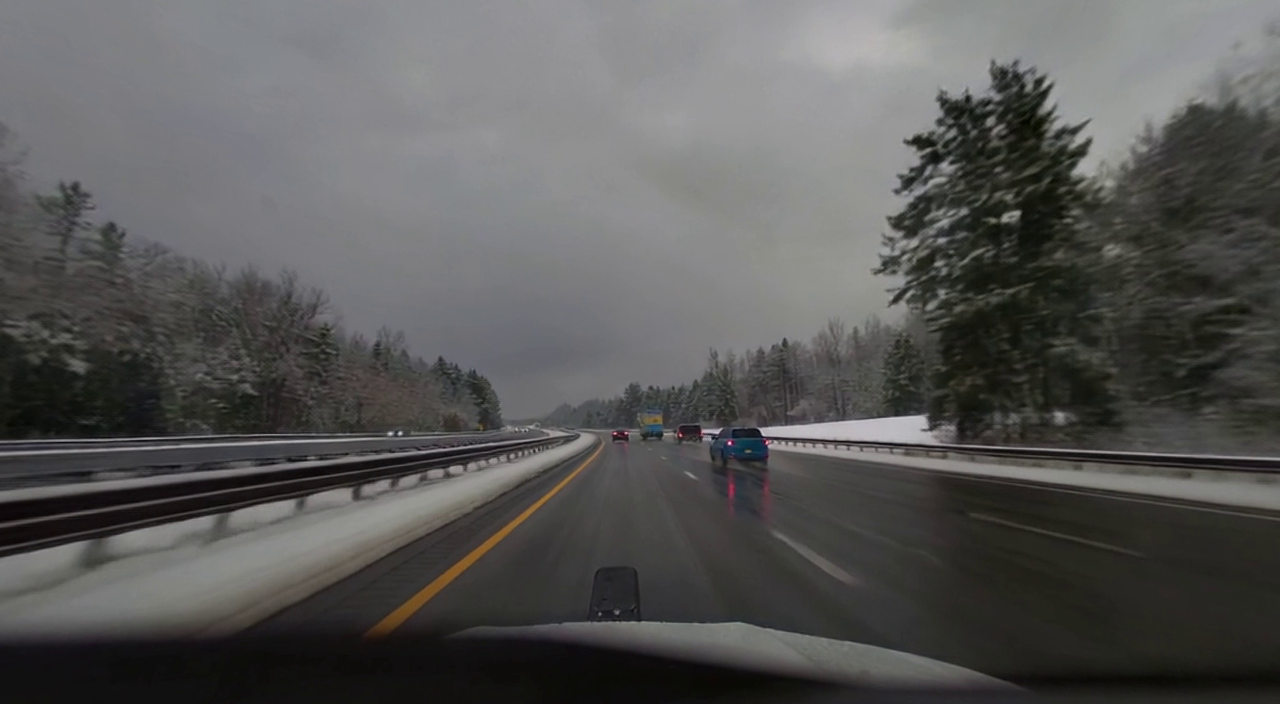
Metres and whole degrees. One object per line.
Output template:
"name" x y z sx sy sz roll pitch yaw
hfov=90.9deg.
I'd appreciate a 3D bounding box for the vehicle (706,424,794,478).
"vehicle" 3.450 3.154 20.465 2.002 1.569 3.845 0 -8 -3
